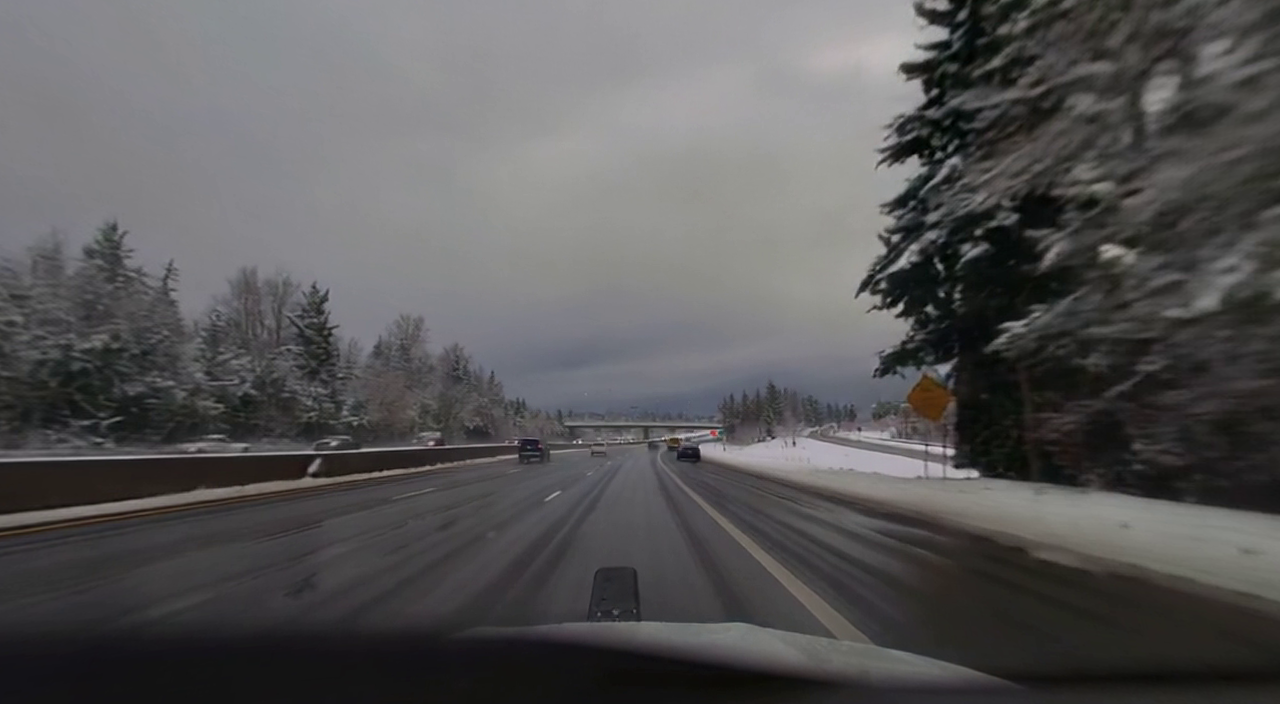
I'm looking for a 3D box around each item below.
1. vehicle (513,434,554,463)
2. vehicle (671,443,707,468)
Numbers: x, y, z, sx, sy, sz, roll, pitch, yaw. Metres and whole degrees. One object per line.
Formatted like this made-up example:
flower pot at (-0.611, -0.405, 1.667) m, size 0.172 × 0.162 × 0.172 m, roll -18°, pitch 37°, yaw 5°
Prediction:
vehicle at (-7.232, 6.612, 43.398) m, size 2.009 × 1.850 × 4.338 m, roll 0°, pitch -8°, yaw 0°
vehicle at (3.034, 6.491, 39.942) m, size 1.967 × 1.475 × 4.080 m, roll 0°, pitch -8°, yaw 0°
